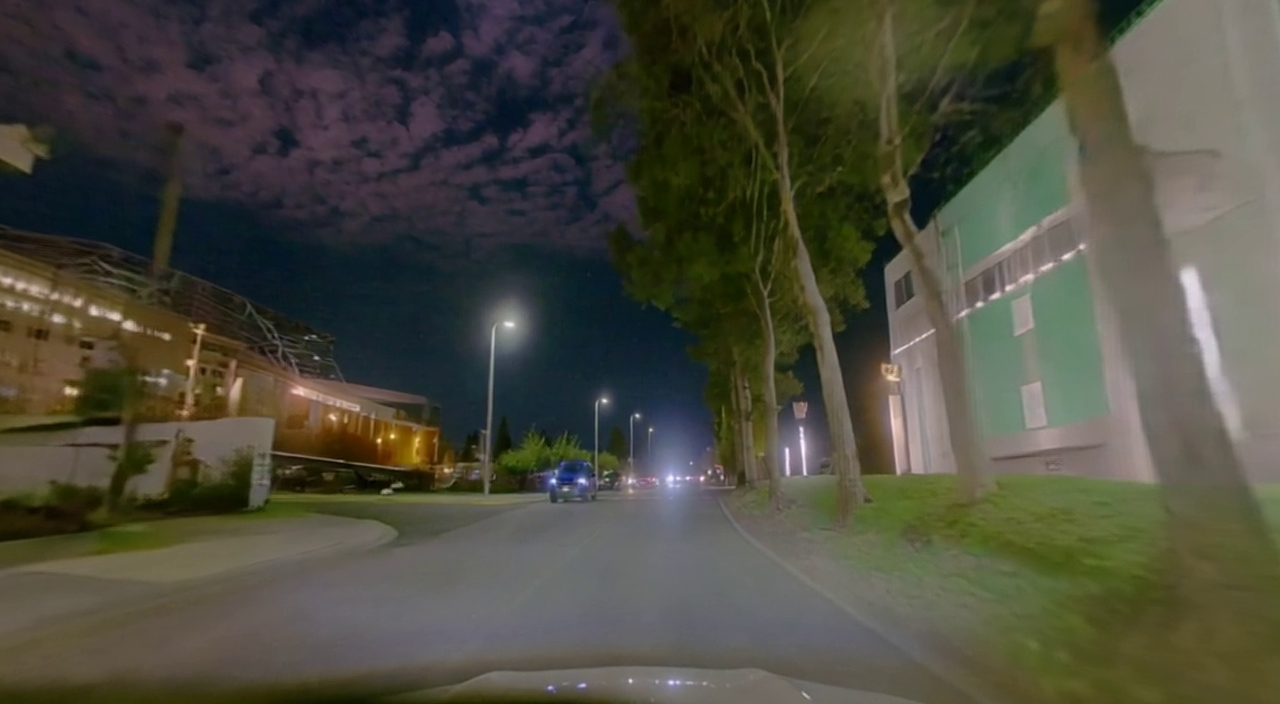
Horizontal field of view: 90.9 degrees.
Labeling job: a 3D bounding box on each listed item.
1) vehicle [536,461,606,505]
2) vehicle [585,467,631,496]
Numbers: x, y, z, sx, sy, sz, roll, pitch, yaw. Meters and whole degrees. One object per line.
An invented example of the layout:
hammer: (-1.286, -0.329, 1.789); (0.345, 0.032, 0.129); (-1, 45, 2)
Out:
vehicle: (-3.002, 5.852, 28.459); (2.022, 1.776, 4.625); (-2, -10, 8)
vehicle: (-1.853, 7.682, 37.583); (1.903, 1.542, 4.115); (-2, -10, 9)
